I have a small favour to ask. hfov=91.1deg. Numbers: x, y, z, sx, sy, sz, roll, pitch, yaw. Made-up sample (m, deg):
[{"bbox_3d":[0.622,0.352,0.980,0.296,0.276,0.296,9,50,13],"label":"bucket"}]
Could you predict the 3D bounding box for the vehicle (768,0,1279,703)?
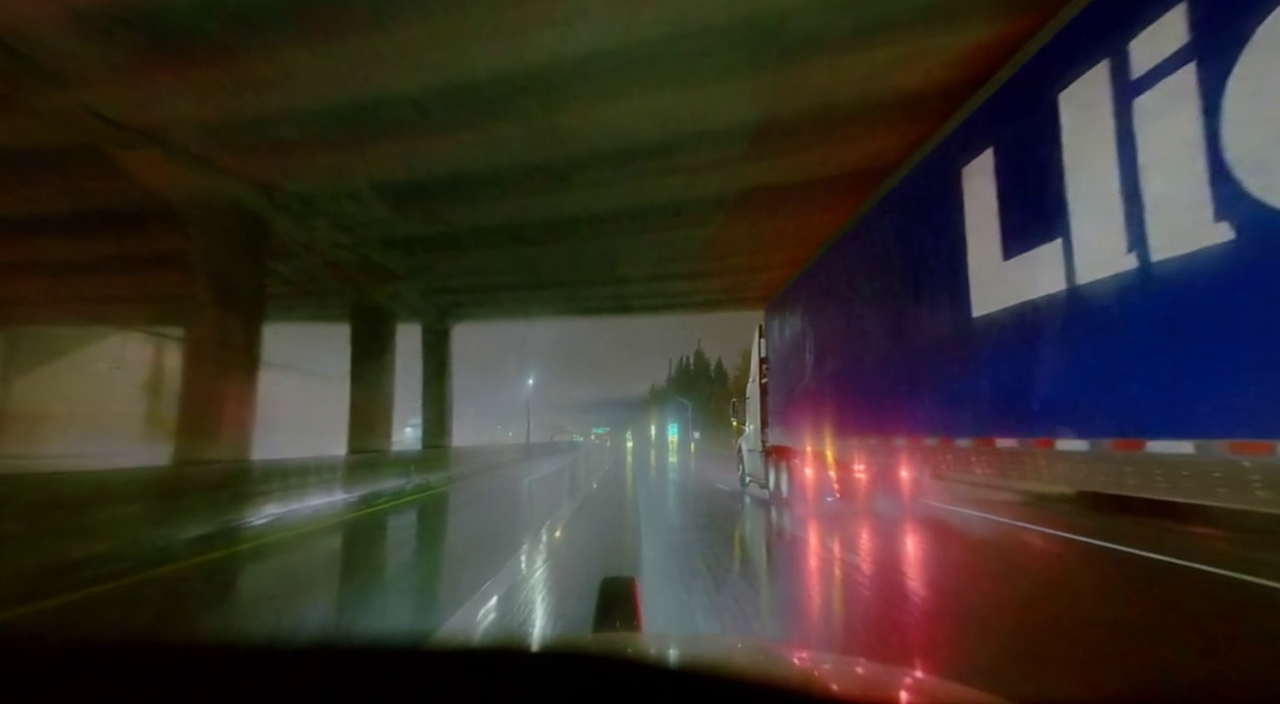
[{"bbox_3d":[4.212,-0.073,5.329,3.034,4.194,14.704,0,-8,0],"label":"vehicle"}]
